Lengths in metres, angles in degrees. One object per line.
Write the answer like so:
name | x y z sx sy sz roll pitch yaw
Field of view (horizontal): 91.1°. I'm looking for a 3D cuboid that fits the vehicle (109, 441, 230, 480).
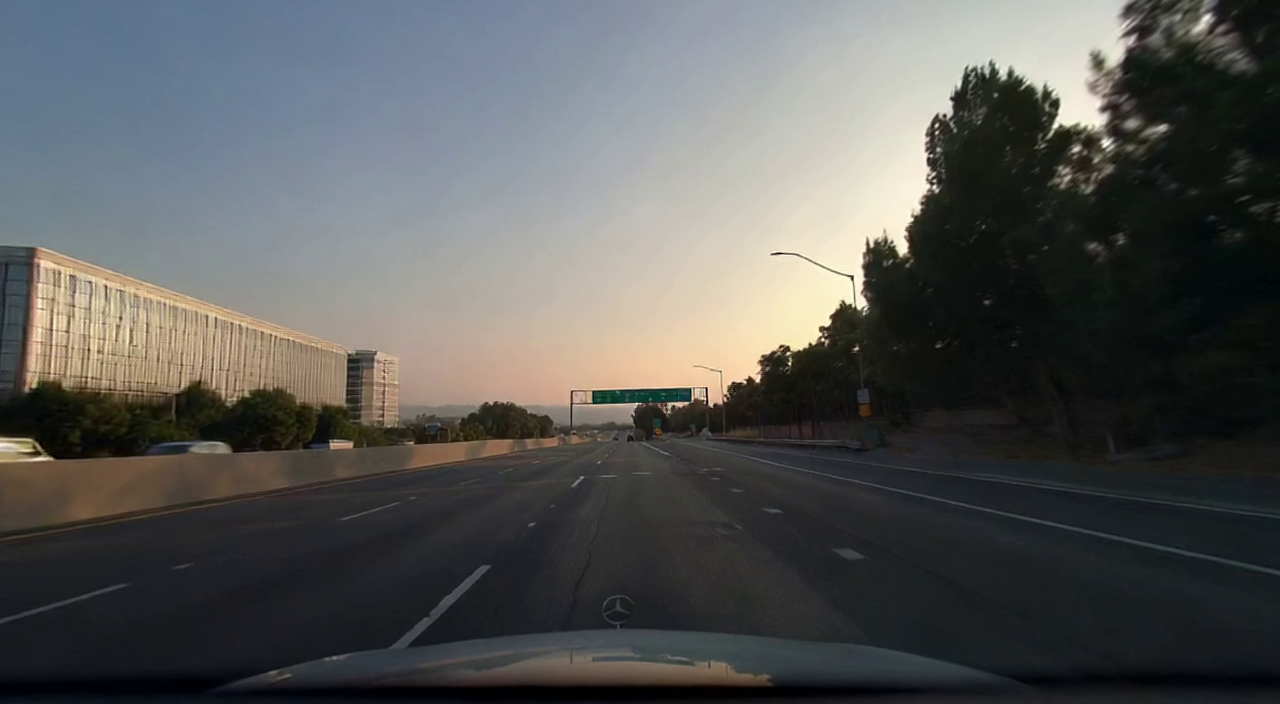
vehicle | -20.064 4.599 27.074 1.877 1.522 4.259 0 -8 0
